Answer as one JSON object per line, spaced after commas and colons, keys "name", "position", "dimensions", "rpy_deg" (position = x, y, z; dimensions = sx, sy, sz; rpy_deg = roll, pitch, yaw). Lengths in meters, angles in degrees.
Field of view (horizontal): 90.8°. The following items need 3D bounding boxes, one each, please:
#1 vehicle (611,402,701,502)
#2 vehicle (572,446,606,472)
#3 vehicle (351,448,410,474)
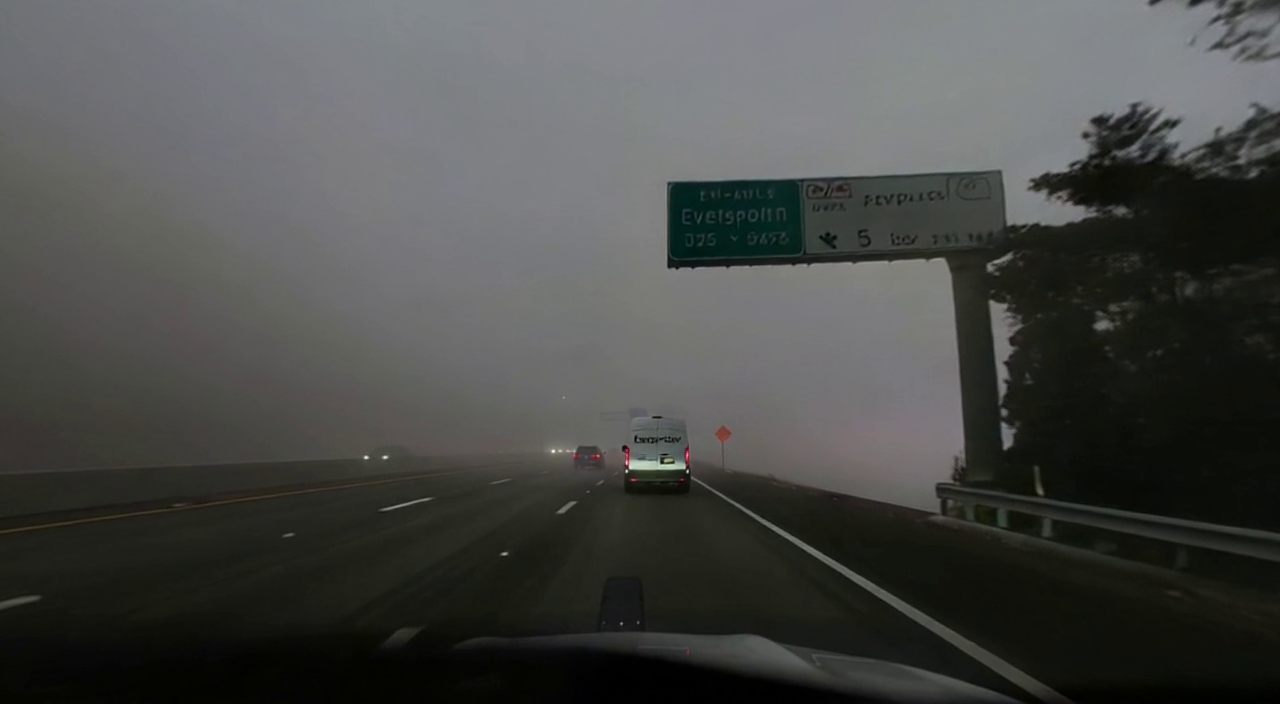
{"name": "vehicle", "position": [0.333, 3.001, 19.103], "dimensions": [2.332, 2.558, 5.314], "rpy_deg": [0, -9, -2]}
{"name": "vehicle", "position": [-3.175, 6.699, 39.679], "dimensions": [1.788, 1.500, 3.475], "rpy_deg": [0, -9, 0]}
{"name": "vehicle", "position": [-16.065, 6.736, 39.284], "dimensions": [1.922, 1.484, 4.118], "rpy_deg": [0, -9, 0]}
